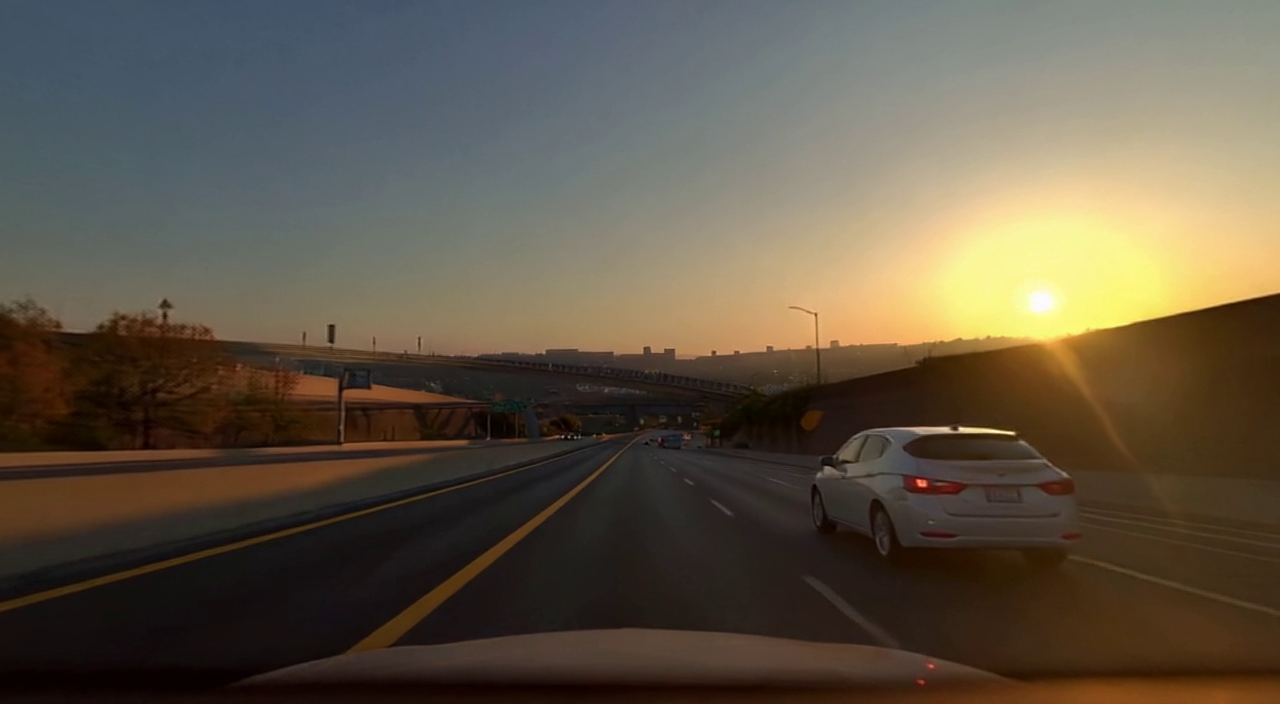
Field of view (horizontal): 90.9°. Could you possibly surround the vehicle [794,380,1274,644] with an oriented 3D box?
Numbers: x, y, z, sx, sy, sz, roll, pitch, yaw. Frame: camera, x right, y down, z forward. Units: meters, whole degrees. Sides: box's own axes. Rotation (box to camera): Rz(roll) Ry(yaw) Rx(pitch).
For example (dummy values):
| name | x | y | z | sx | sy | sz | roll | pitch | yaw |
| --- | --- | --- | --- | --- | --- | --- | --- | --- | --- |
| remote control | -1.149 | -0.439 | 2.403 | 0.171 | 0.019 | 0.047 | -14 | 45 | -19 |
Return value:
| name | x | y | z | sx | sy | sz | roll | pitch | yaw |
| --- | --- | --- | --- | --- | --- | --- | --- | --- | --- |
| vehicle | 3.097 | 1.359 | 6.299 | 2.059 | 1.715 | 4.192 | 0 | -8 | 0 |
